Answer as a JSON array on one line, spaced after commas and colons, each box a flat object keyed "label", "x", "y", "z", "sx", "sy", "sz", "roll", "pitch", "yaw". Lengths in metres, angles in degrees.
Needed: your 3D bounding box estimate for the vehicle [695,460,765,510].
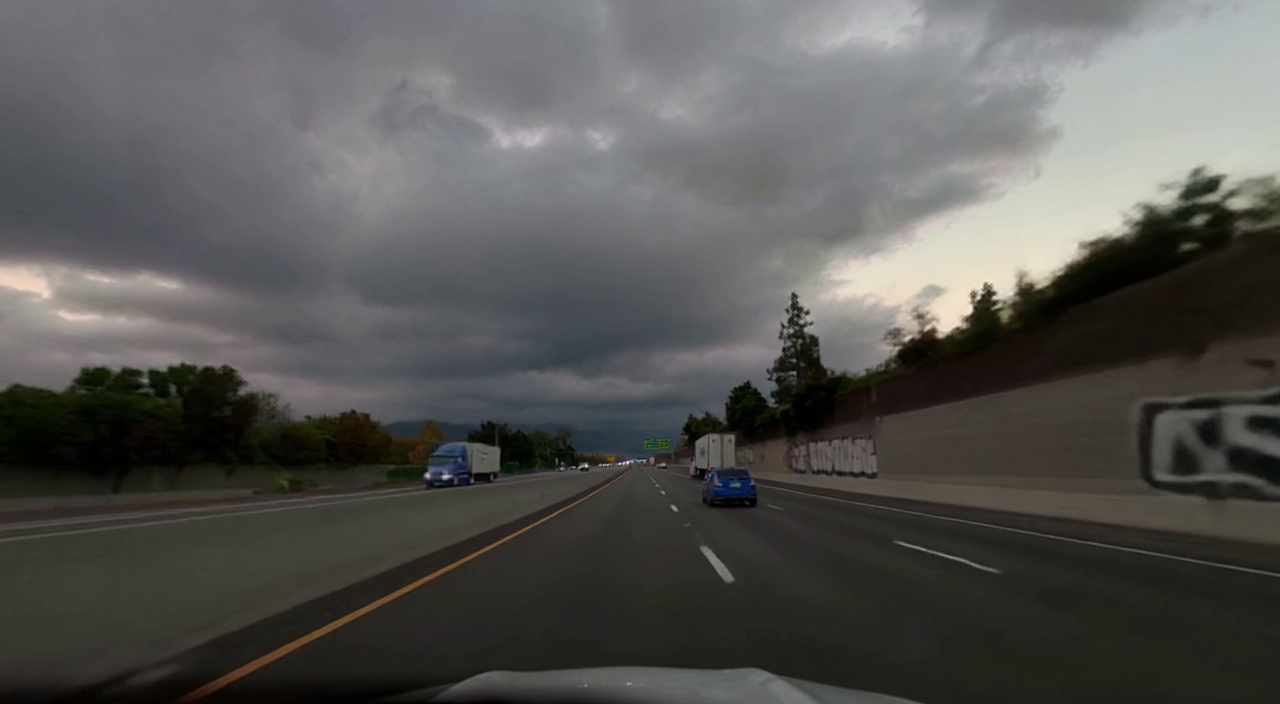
[{"label": "vehicle", "x": 3.140, "y": 4.730, "z": 22.725, "sx": 2.011, "sy": 1.574, "sz": 3.512, "roll": 2, "pitch": -10, "yaw": 0}]
